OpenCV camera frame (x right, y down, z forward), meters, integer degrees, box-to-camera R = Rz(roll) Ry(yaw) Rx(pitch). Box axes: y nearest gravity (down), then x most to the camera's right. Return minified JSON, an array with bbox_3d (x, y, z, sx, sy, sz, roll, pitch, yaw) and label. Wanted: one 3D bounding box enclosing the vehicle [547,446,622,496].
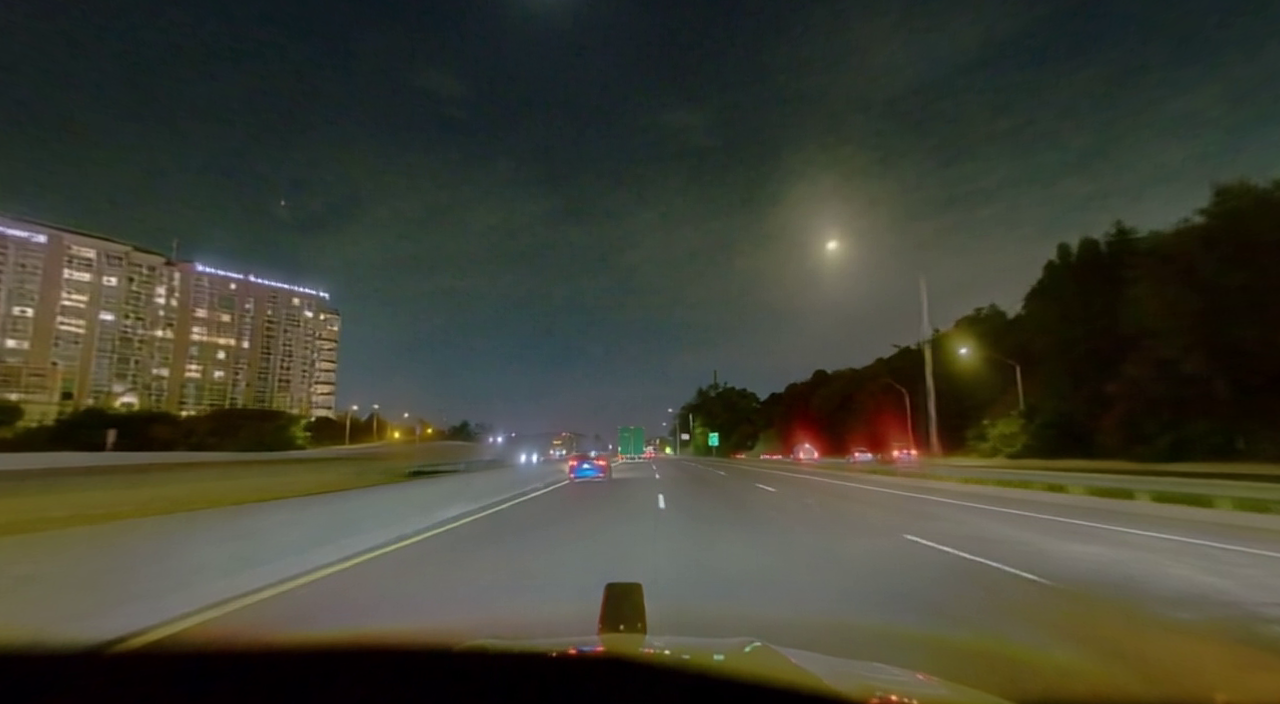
[{"bbox_3d":[-1.746,3.981,21.426,2.039,1.478,4.483,0,-9,2],"label":"vehicle"}]
